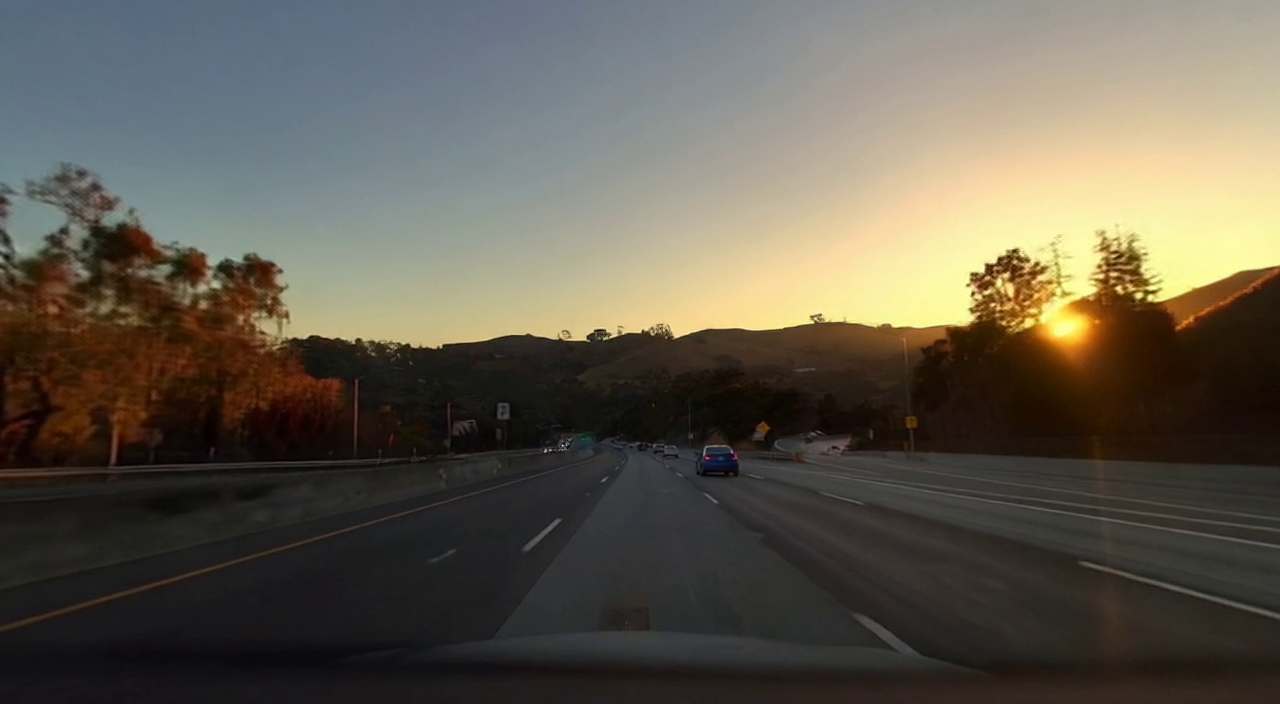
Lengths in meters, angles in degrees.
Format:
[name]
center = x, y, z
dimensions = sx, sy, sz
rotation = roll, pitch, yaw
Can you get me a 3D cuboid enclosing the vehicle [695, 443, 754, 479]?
[vehicle]
center = 3.655, 4.787, 28.006
dimensions = 1.916, 1.469, 4.481
rotation = 0, -8, -1
